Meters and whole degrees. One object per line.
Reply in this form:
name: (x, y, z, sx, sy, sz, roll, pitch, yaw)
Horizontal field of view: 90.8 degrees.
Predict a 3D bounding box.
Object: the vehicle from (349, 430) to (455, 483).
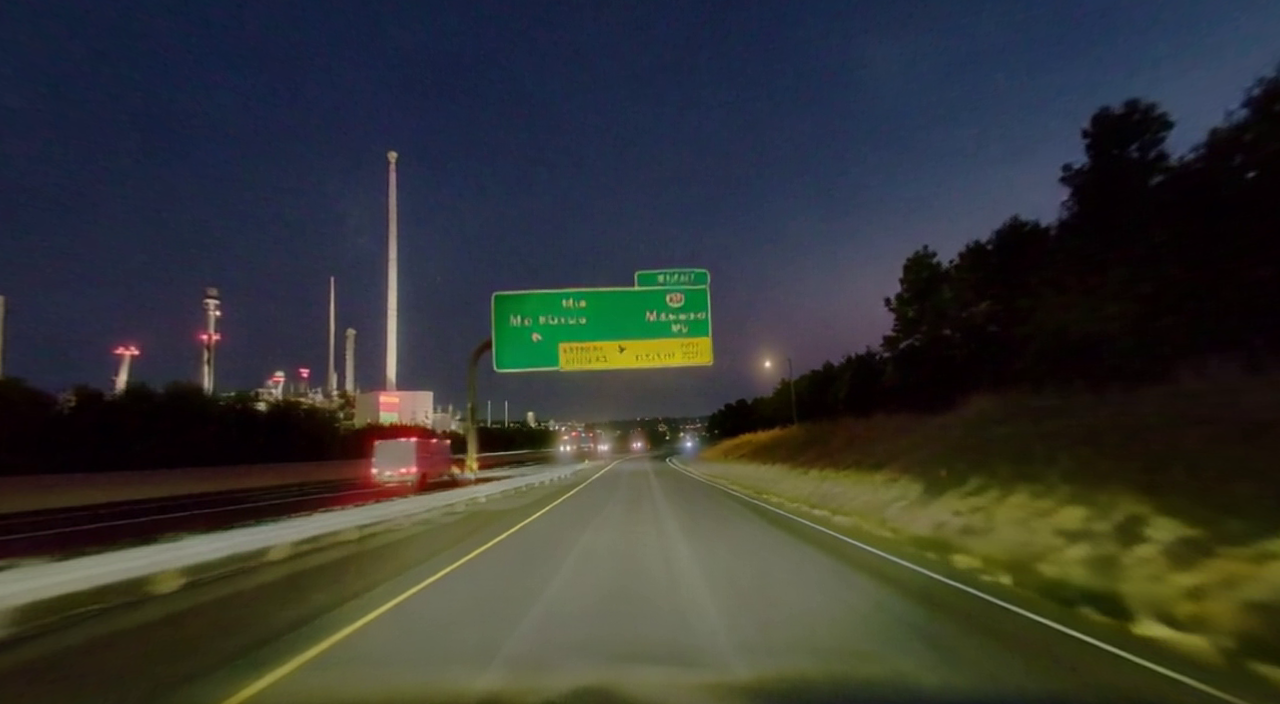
vehicle: (-13.428, 6.007, 36.459, 2.344, 2.702, 7.709, -1, -9, 6)
